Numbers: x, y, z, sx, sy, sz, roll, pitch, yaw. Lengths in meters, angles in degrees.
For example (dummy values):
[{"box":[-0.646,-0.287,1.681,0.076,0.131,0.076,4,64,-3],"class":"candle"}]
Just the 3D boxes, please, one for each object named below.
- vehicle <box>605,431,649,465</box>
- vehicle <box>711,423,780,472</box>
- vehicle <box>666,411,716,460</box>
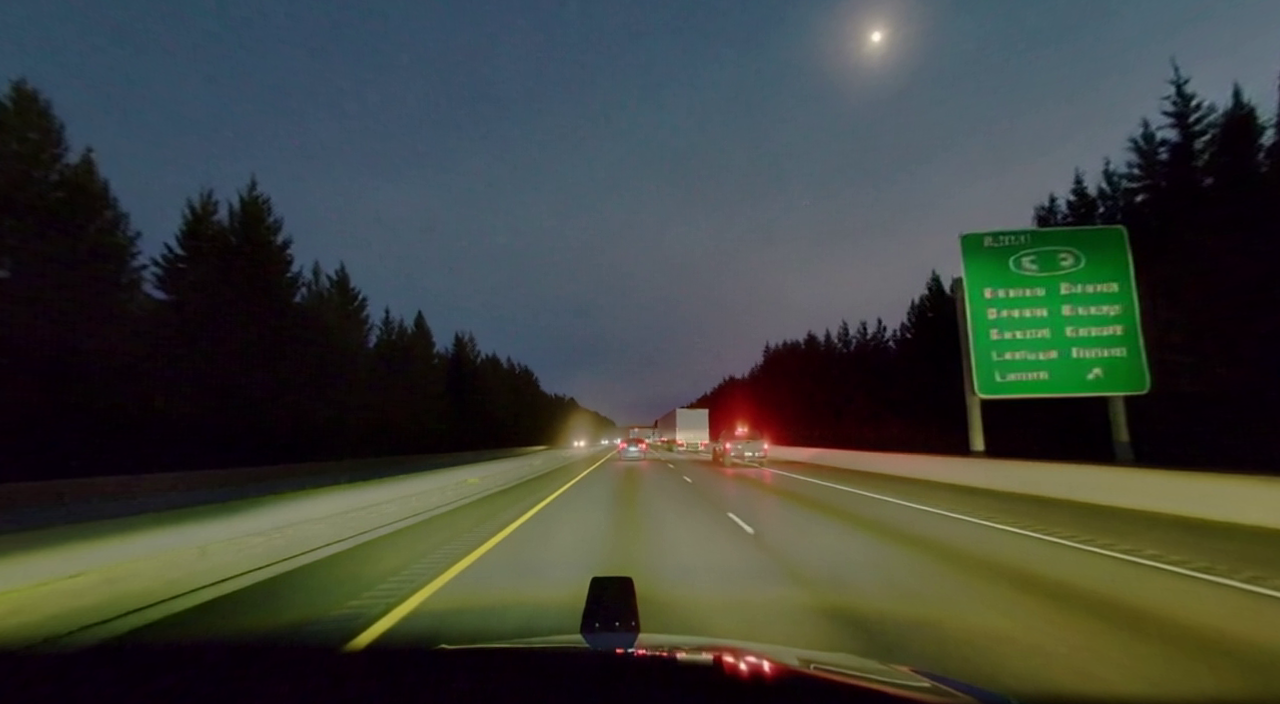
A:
[{"box":[-0.680,5.098,33.845,2.206,1.681,4.111,0,-8,-1],"class":"vehicle"},{"box":[4.329,3.992,26.627,2.073,1.905,4.023,0,-8,-2],"class":"vehicle"},{"box":[3.351,5.709,43.105,2.728,3.053,7.708,0,-8,0],"class":"vehicle"}]
